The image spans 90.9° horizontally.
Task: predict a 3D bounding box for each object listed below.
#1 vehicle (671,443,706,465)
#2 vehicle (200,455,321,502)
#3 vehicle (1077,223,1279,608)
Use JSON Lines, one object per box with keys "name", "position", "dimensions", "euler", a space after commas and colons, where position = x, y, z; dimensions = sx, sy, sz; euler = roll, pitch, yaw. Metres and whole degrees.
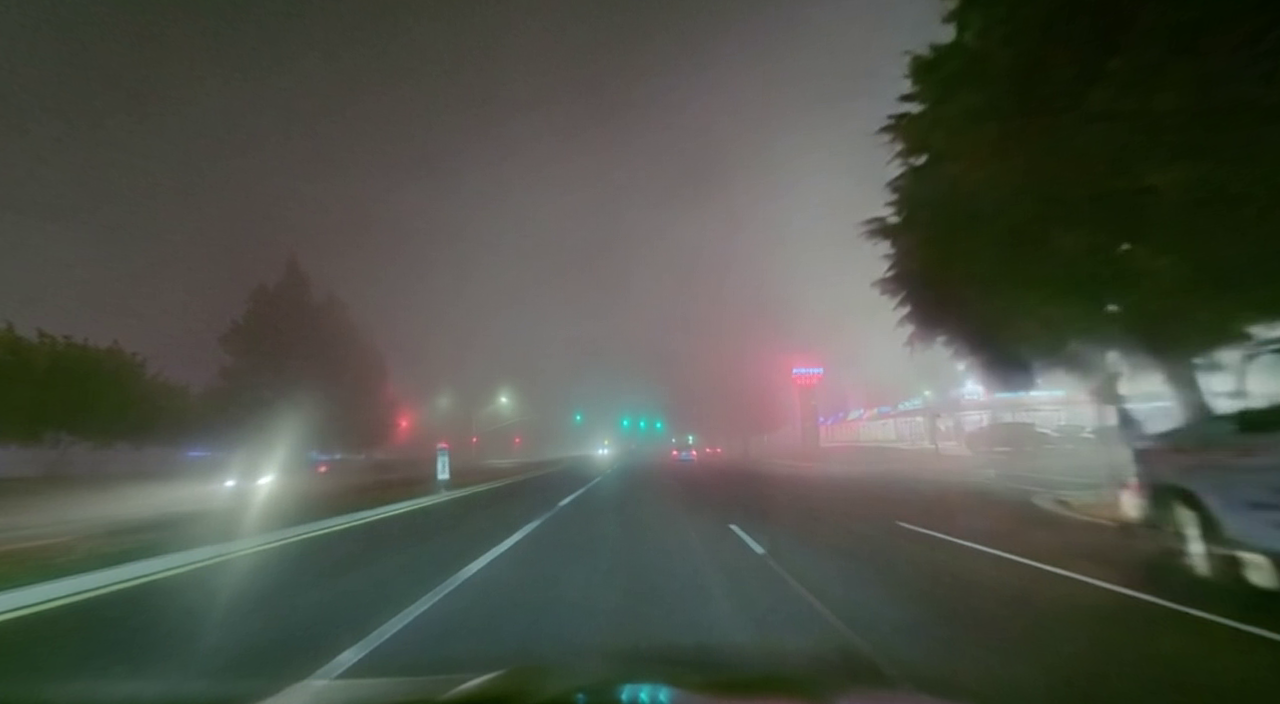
{"name": "vehicle", "position": [3.351, 7.171, 44.369], "dimensions": [2.057, 1.470, 4.454], "euler": [0, -8, 0]}
{"name": "vehicle", "position": [-13.633, 4.540, 23.007], "dimensions": [1.887, 1.470, 4.240], "euler": [0, -8, -2]}
{"name": "vehicle", "position": [6.780, 0.228, 3.222], "dimensions": [3.013, 3.152, 8.476], "euler": [0, -8, 1]}
